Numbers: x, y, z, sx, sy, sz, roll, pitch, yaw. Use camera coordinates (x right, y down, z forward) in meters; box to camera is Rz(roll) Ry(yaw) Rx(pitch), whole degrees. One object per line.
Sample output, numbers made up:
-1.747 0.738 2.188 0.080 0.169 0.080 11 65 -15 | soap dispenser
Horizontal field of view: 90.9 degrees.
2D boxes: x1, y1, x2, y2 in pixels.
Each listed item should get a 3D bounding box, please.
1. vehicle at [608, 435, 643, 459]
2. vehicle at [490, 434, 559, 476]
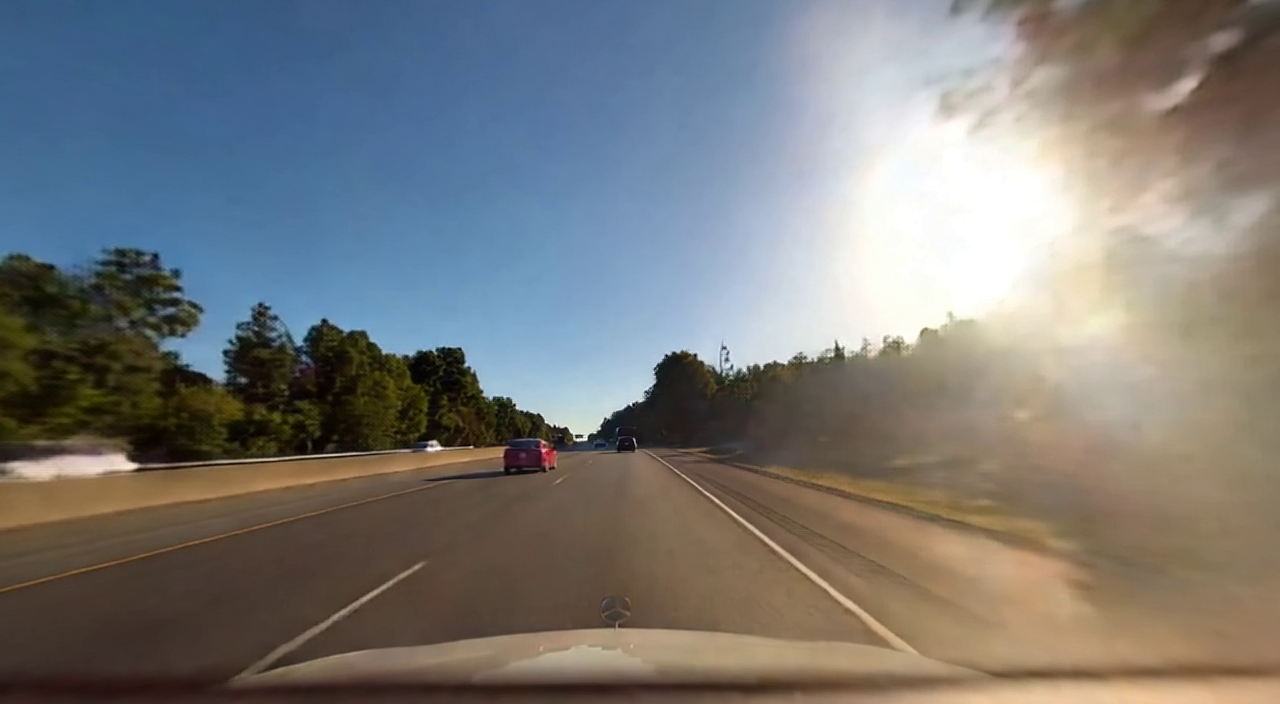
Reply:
-0.905 6.233 41.419 2.162 1.460 4.242 0 -8 0 | vehicle
-4.298 3.894 24.121 1.907 1.445 4.049 0 -8 0 | vehicle
